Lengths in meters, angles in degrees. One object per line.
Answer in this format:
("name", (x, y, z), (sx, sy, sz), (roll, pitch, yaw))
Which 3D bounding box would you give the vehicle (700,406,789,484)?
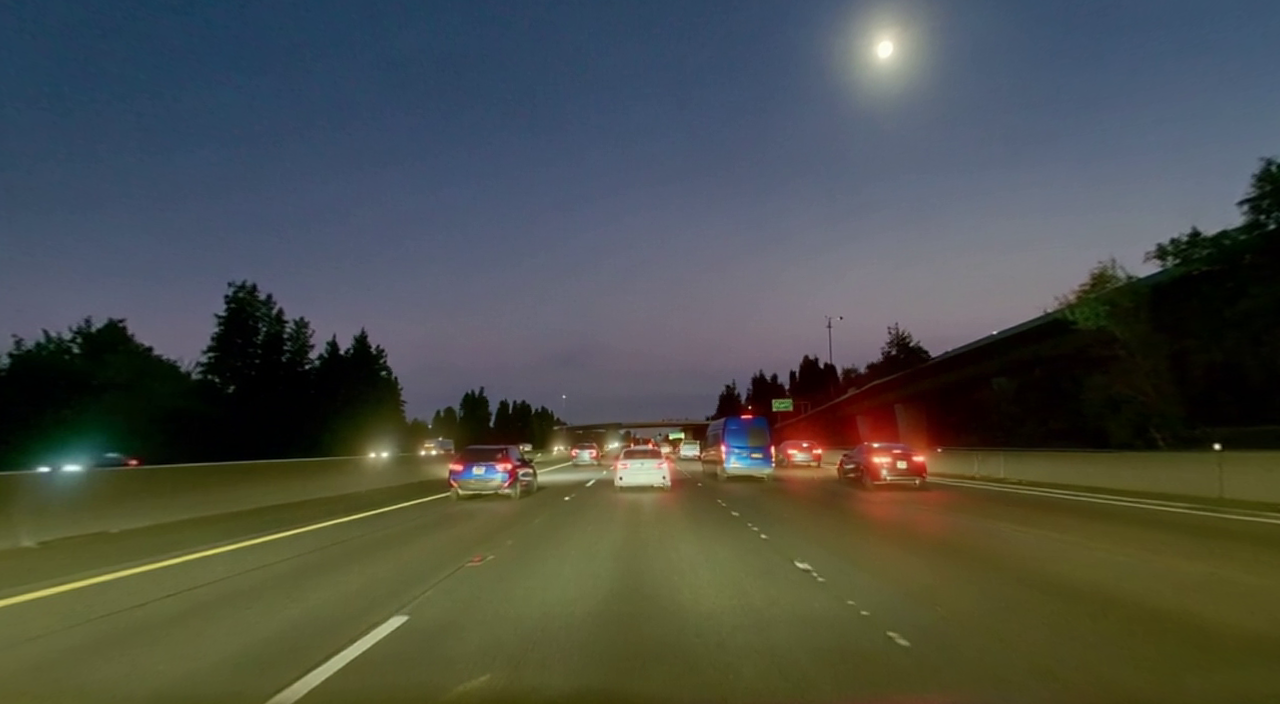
("vehicle", (4.005, 3.780, 25.696), (2.436, 2.745, 6.607), (0, -8, -1))

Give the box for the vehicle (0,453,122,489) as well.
("vehicle", (-26.674, 5.425, 28.997), (1.874, 1.448, 4.436), (0, -8, 1))

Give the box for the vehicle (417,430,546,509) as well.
("vehicle", (-3.814, 2.906, 16.052), (2.078, 1.706, 4.298), (0, -8, 1))

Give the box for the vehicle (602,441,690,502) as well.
("vehicle", (0.129, 3.250, 17.585), (2.174, 1.467, 4.005), (0, -8, -1))

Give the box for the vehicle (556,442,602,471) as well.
("vehicle", (-3.684, 6.383, 38.918), (2.258, 1.655, 4.397), (0, -8, 1))
